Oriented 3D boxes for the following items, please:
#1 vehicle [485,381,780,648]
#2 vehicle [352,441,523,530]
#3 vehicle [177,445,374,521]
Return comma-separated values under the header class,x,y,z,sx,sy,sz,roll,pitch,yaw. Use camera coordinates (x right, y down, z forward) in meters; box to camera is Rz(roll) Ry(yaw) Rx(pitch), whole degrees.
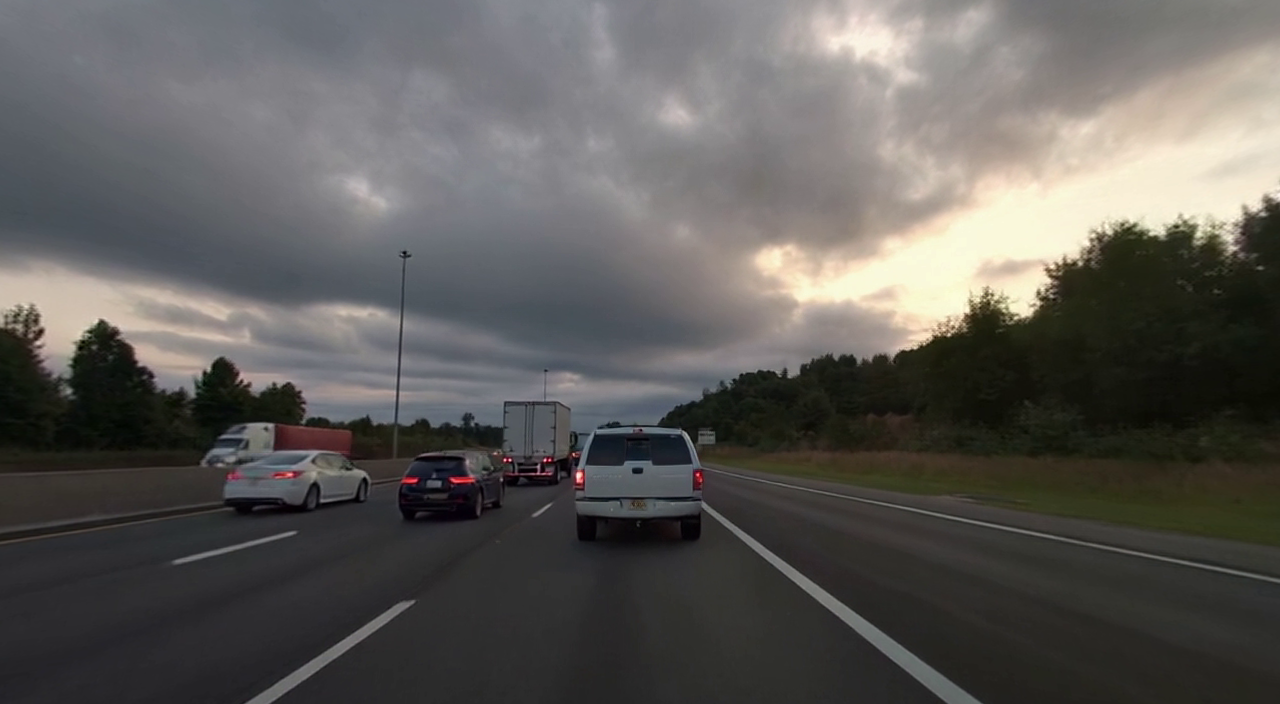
class,x,y,z,sx,sy,sz,roll,pitch,yaw
vehicle,-0.091,1.360,6.072,1.995,1.798,3.380,0,-9,-1
vehicle,-3.898,2.637,13.098,1.986,1.501,4.407,-1,-9,1
vehicle,-8.179,2.942,14.787,1.874,1.470,4.576,0,-9,0
